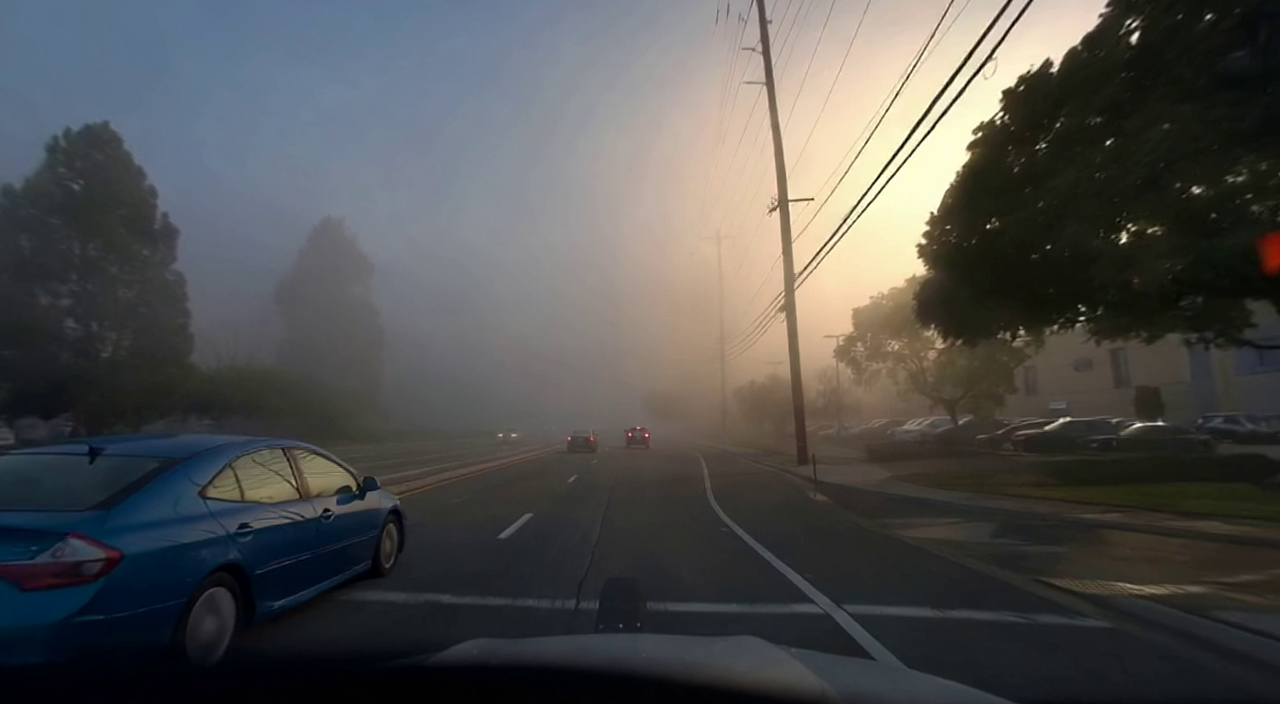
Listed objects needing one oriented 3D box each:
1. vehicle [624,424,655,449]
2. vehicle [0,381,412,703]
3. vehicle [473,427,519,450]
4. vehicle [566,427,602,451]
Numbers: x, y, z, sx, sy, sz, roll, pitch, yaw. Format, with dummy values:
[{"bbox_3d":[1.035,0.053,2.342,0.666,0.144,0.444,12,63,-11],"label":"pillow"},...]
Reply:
[{"bbox_3d":[-0.066,6.320,46.998,2.182,1.773,4.041,0,-8,-1],"label":"vehicle"},{"bbox_3d":[-3.401,1.145,4.336,1.928,1.488,4.635,0,-8,0],"label":"vehicle"},{"bbox_3d":[-9.138,5.570,40.472,1.971,1.415,4.317,0,-8,-1],"label":"vehicle"},{"bbox_3d":[-3.657,5.758,41.808,2.021,1.486,3.623,0,-8,0],"label":"vehicle"}]
